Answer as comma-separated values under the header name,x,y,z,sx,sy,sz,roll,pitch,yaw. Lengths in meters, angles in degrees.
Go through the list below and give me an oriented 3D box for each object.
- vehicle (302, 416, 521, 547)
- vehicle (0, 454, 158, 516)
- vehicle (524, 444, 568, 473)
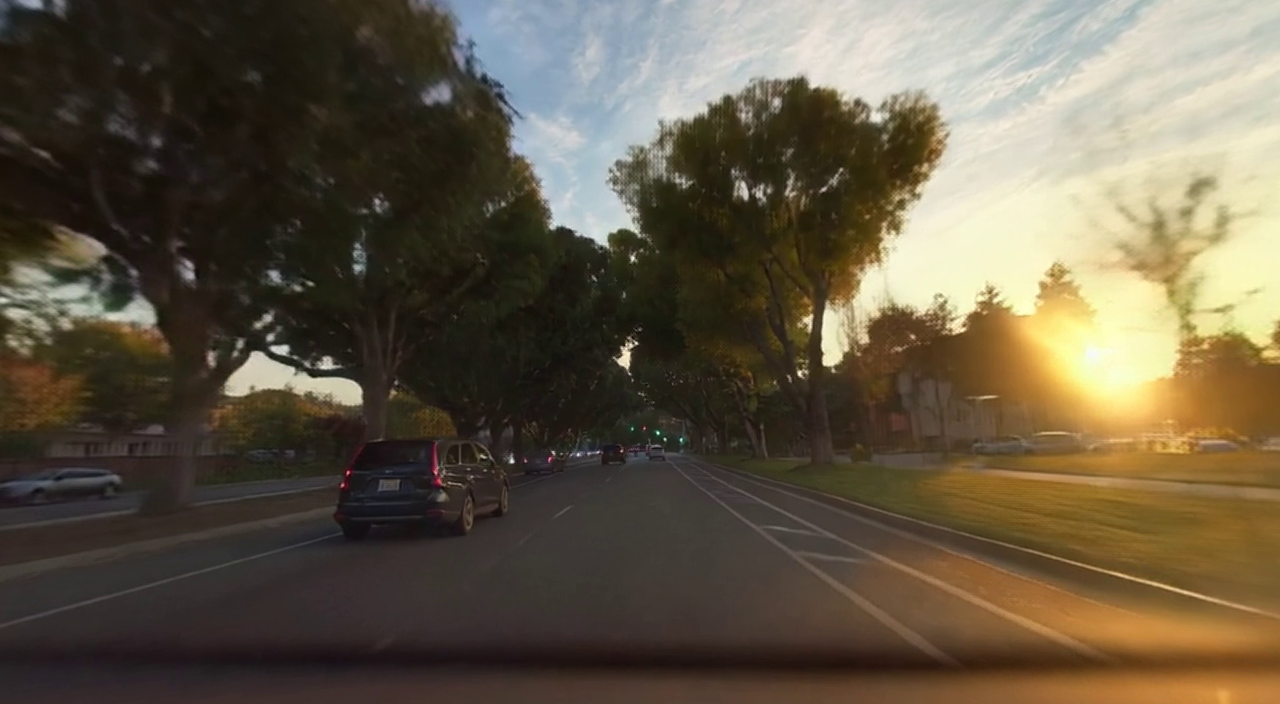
name,x,y,z,sx,sy,sz,roll,pitch,yaw
vehicle,-3.528,2.088,10.814,2.123,1.761,4.322,0,-9,0
vehicle,-22.336,5.020,24.517,2.259,1.943,5.934,0,-8,2
vehicle,-5.820,6.645,39.540,1.985,1.708,4.310,-1,-9,2
